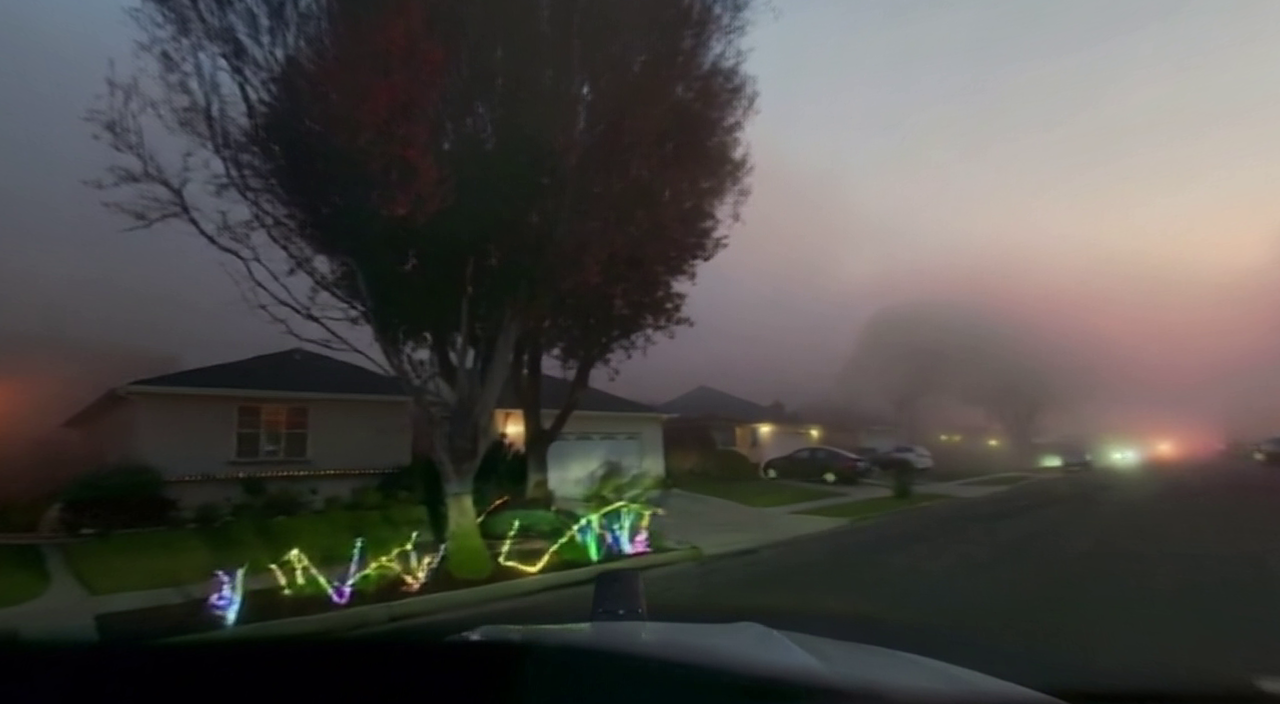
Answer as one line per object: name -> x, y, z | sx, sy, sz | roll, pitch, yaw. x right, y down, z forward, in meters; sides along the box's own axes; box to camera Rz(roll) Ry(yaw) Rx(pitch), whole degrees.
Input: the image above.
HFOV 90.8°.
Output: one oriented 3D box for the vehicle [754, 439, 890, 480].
vehicle -> 7.280, 4.332, 25.636 | 4.916, 1.485, 1.807 | -7, -11, 38
